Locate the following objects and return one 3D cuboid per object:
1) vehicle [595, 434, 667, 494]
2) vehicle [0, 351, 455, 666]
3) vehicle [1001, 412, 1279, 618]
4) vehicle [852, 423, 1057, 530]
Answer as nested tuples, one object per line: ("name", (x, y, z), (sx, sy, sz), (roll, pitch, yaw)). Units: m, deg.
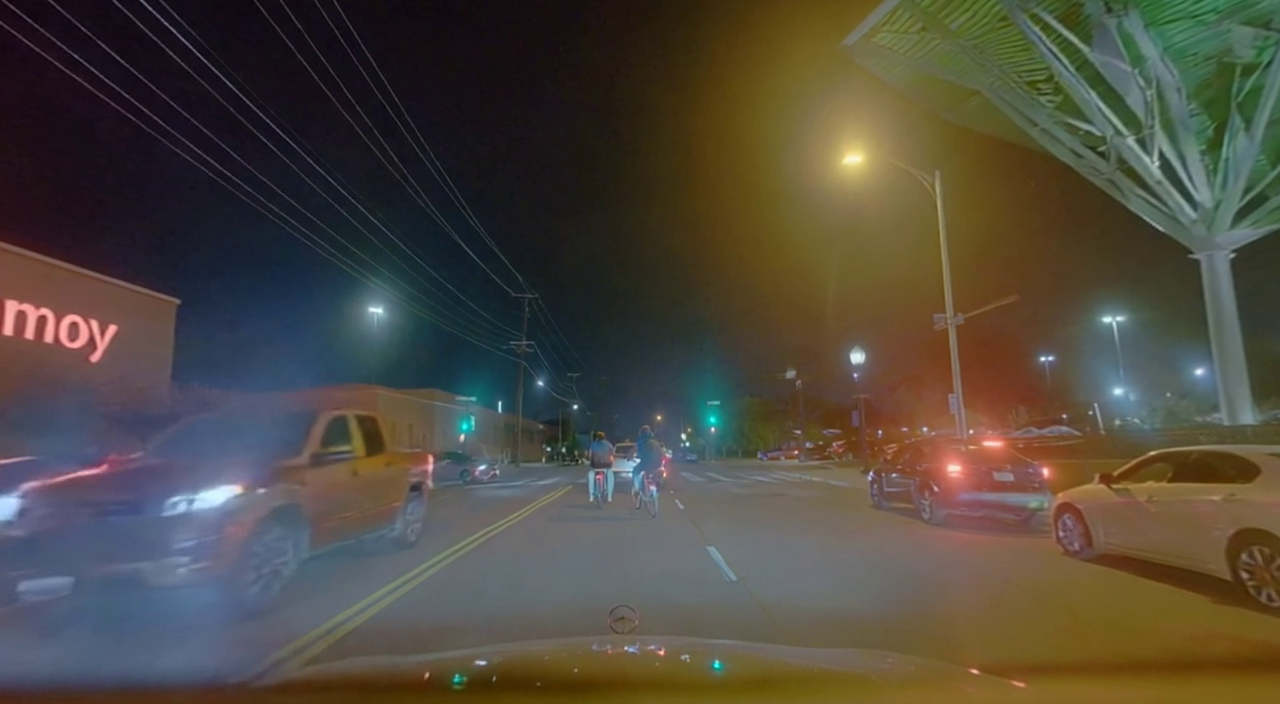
("vehicle", (-0.282, 3.716, 21.327), (2.190, 1.783, 4.048), (0, -8, 0))
("vehicle", (-3.733, 1.319, 6.447), (2.184, 1.954, 4.898), (0, -8, 0))
("vehicle", (5.877, 1.500, 6.526), (1.900, 1.566, 3.995), (0, -8, 0))
("vehicle", (5.805, 2.322, 12.318), (1.873, 1.714, 3.979), (0, -8, -1))
